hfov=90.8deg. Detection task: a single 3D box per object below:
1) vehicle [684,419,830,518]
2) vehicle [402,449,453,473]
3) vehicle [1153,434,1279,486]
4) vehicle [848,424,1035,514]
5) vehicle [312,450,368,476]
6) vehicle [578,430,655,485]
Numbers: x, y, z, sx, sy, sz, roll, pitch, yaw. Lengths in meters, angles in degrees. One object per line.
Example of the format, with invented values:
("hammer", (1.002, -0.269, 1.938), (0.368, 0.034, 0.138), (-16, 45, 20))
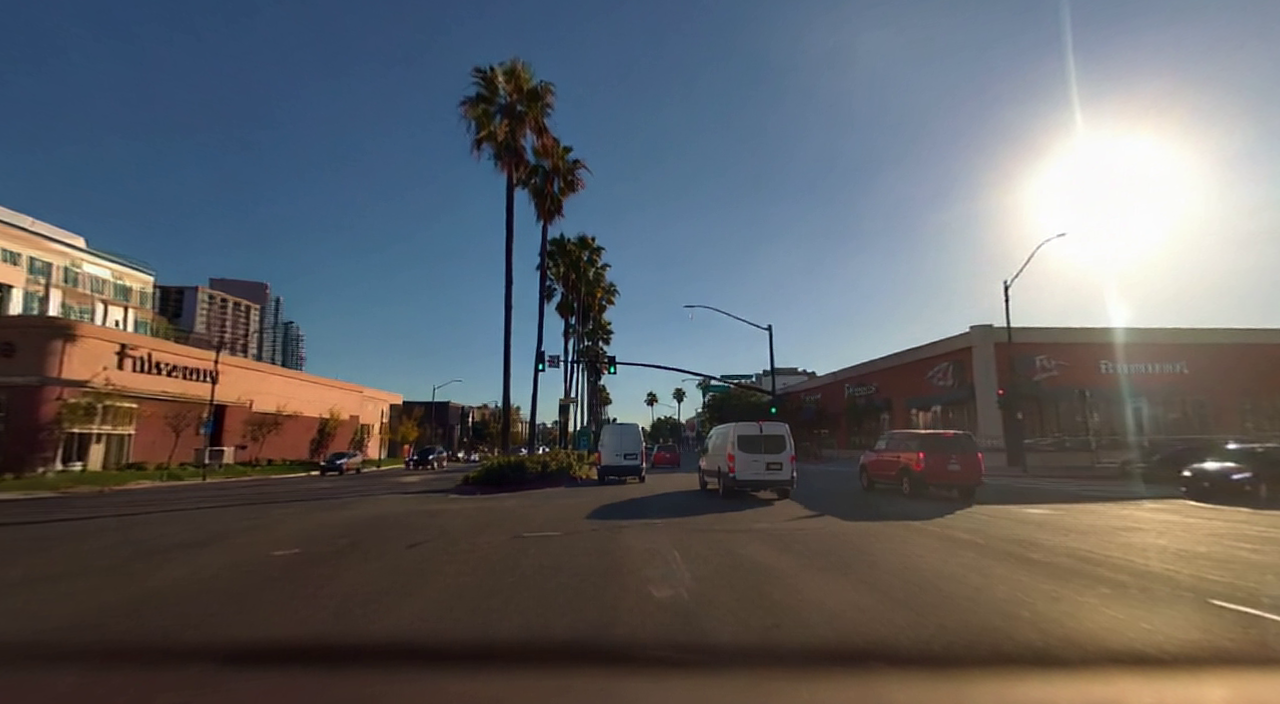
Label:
("vehicle", (2.385, 2.543, 14.322), (2.200, 1.847, 4.618), (0, -8, -3))
("vehicle", (-14.772, 7.581, 44.159), (2.067, 1.435, 4.558), (0, -8, -1))
("vehicle", (21.214, 3.779, 22.341), (4.442, 1.671, 2.177), (1, -9, -9))
("vehicle", (6.813, 2.683, 14.968), (2.023, 1.771, 4.488), (0, -8, -3))
("vehicle", (-22.705, 8.388, 47.982), (1.957, 1.753, 4.464), (-1, -8, 2))
("vehicle", (-0.969, 4.341, 26.315), (2.848, 1.991, 5.706), (0, -8, -2))
